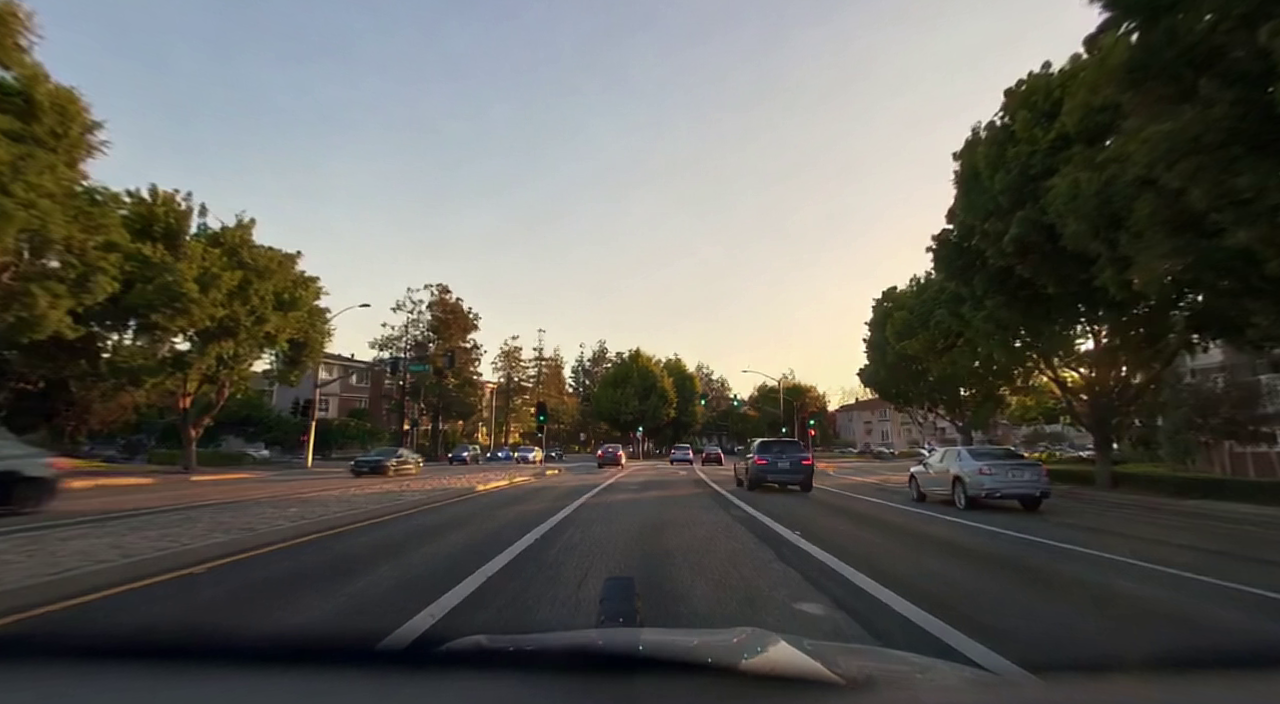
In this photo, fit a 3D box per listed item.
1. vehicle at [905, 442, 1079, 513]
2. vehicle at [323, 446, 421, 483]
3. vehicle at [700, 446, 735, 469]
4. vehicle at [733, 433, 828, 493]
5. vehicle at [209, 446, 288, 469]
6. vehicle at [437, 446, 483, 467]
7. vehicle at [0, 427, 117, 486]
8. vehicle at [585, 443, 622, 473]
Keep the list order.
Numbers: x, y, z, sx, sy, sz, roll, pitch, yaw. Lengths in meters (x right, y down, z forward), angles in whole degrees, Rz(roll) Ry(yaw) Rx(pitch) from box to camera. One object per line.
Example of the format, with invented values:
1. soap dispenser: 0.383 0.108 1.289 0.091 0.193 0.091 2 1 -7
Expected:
1. vehicle: 8.328 2.972 15.480 1.949 1.492 4.103 0 -9 1
2. vehicle: -11.619 4.873 27.803 2.126 1.453 4.562 0 -9 3
3. vehicle: 5.344 7.336 44.125 2.064 1.474 4.389 0 -9 2
4. vehicle: 4.653 3.764 21.760 2.209 1.813 4.724 0 -9 0
5. vehicle: -30.005 8.097 48.597 4.661 1.711 1.992 3 -8 -15
6. vehicle: -13.789 8.004 48.587 1.907 1.493 4.433 -1 -9 5
7. vehicle: -19.627 3.295 20.062 1.994 1.685 4.602 0 -9 2
8. vehicle: -2.333 6.998 41.939 2.258 1.812 4.650 0 -9 -1
